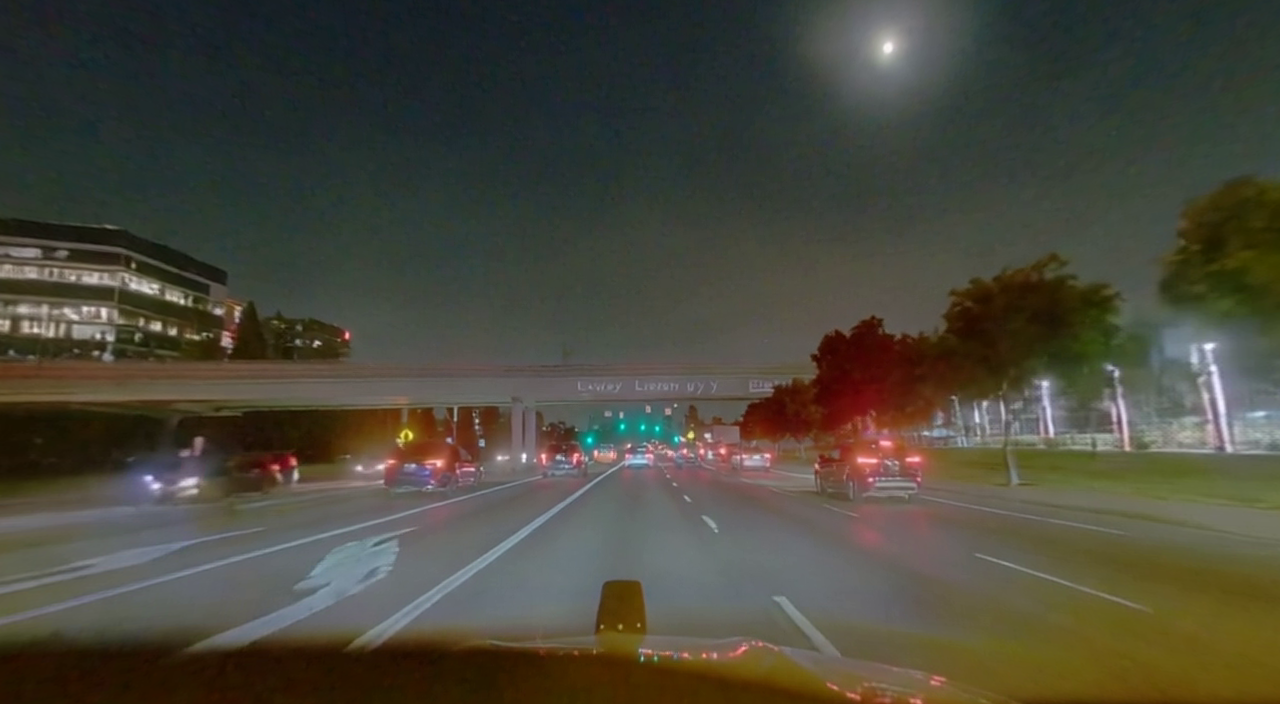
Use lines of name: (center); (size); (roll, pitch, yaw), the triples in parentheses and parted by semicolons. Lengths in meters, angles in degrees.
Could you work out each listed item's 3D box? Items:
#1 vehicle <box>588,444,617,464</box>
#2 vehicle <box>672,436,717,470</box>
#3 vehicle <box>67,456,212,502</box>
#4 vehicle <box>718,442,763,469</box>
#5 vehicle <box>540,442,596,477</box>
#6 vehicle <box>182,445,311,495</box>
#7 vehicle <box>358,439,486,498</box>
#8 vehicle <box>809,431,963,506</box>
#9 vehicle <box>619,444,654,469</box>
vehicle: (-2.841, 7.886, 48.830); (1.980, 1.491, 4.351); (0, -8, 0)
vehicle: (3.021, 5.737, 35.822); (2.034, 1.762, 4.420); (0, -8, -1)
vehicle: (-18.764, 4.739, 23.833); (1.906, 1.468, 4.331); (0, -8, 0)
vehicle: (6.079, 6.300, 38.413); (1.924, 1.527, 4.268); (0, -8, -2)
vehicle: (-3.208, 4.907, 28.881); (2.041, 1.466, 4.212); (0, -8, 1)
vehicle: (-15.181, 4.544, 24.621); (2.015, 1.722, 4.640); (0, -8, 0)
vehicle: (-6.071, 3.280, 18.142); (2.070, 1.488, 4.376); (0, -8, 1)
vehicle: (6.014, 2.878, 16.055); (2.056, 1.624, 4.498); (0, -8, -1)
vehicle: (-0.216, 6.390, 38.748); (2.026, 1.453, 3.780); (0, -8, 0)
